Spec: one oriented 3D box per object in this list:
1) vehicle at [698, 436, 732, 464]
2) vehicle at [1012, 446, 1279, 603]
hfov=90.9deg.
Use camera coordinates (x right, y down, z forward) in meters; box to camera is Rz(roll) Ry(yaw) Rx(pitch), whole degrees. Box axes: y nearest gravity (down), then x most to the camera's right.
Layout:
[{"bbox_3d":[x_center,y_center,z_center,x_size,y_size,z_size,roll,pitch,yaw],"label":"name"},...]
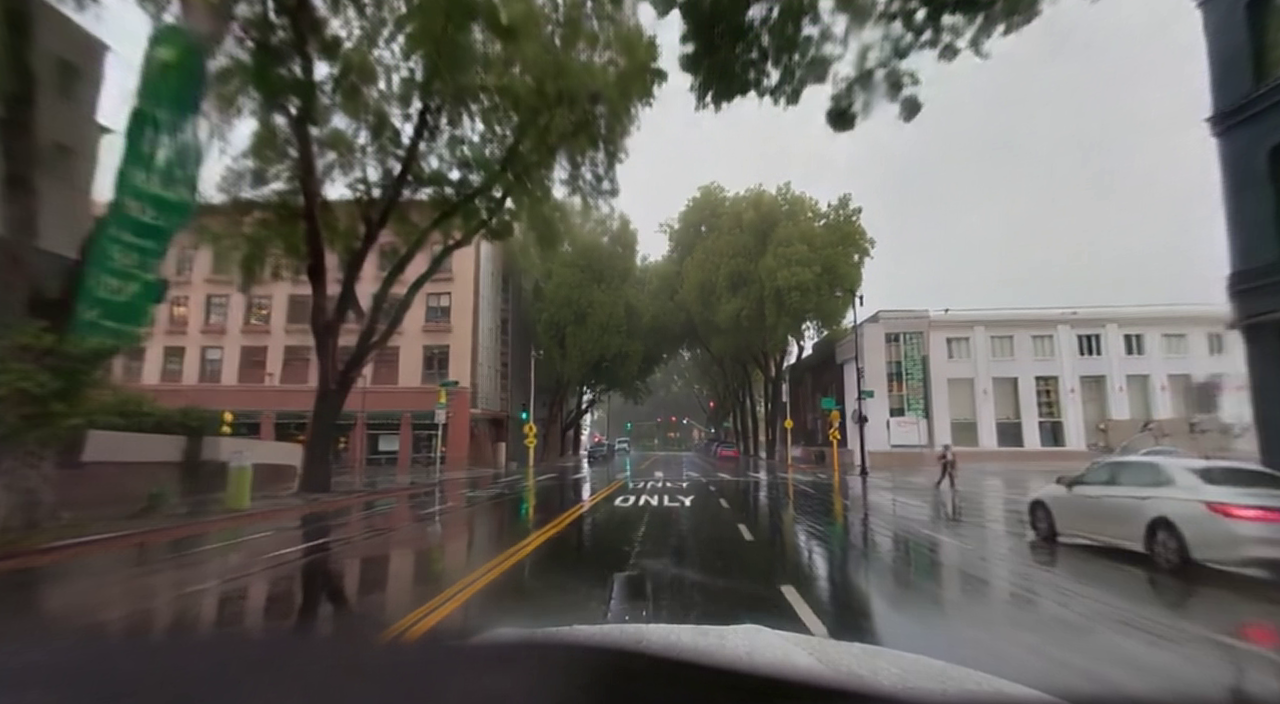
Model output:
[{"bbox_3d":[5.277,6.963,44.915,1.971,1.919,4.748,0,-8,2],"label":"vehicle"},{"bbox_3d":[6.912,1.971,8.157,1.759,1.488,4.124,0,-8,2],"label":"vehicle"}]
